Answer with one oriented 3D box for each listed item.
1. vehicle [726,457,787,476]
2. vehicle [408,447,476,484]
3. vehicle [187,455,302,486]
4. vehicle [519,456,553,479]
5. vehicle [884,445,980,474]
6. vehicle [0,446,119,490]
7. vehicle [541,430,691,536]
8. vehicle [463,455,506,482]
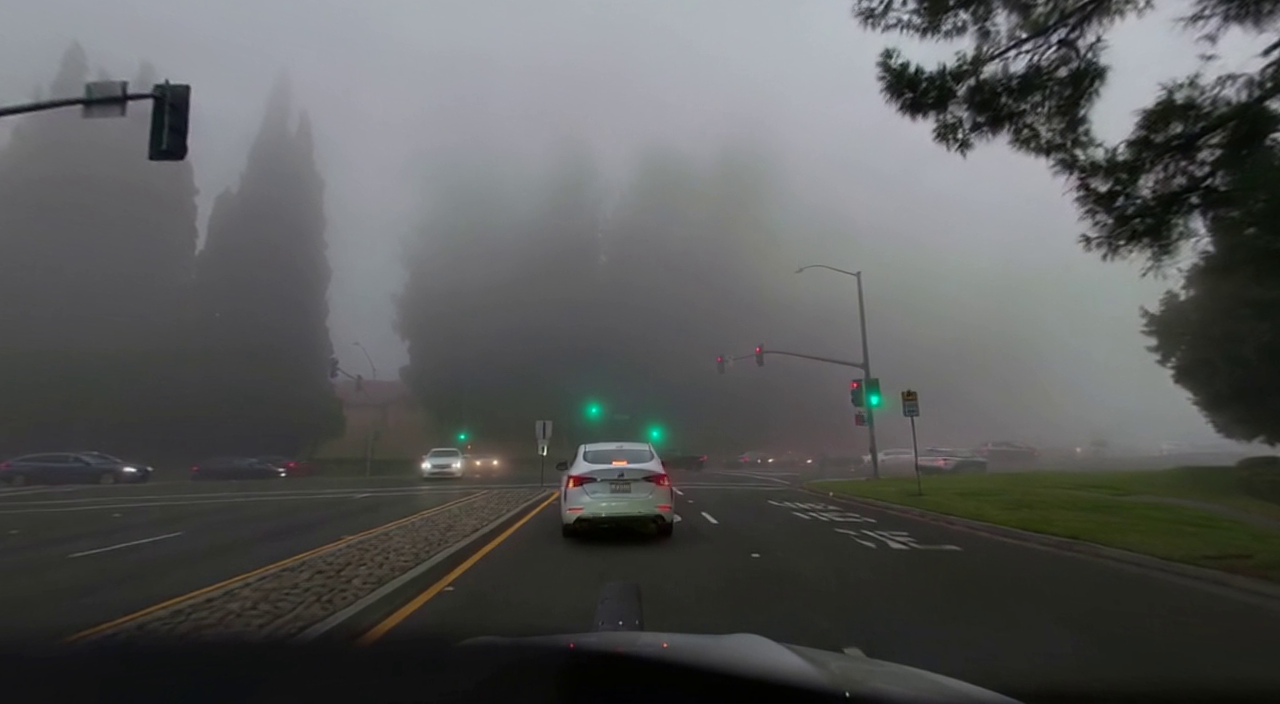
[{"bbox_3d":[9.090,8.975,49.532,4.254,1.359,1.895,2,-9,-15],"label":"vehicle"},{"bbox_3d":[-8.506,4.890,27.528,2.073,1.459,4.495,1,-9,-8],"label":"vehicle"},{"bbox_3d":[-20.045,6.023,32.206,4.548,1.449,1.802,2,-9,-13],"label":"vehicle"},{"bbox_3d":[-7.408,8.257,45.310,2.077,1.449,4.838,1,-9,-6],"label":"vehicle"},{"bbox_3d":[15.627,5.715,33.829,4.601,1.485,1.929,3,-9,-21],"label":"vehicle"},{"bbox_3d":[-25.745,4.923,26.955,4.877,1.754,1.978,2,-9,-13],"label":"vehicle"},{"bbox_3d":[-0.367,2.174,11.103,2.112,1.479,4.264,0,-9,-1],"label":"vehicle"},{"bbox_3d":[-10.104,7.591,41.390,2.078,1.534,4.646,1,-9,-5],"label":"vehicle"}]
